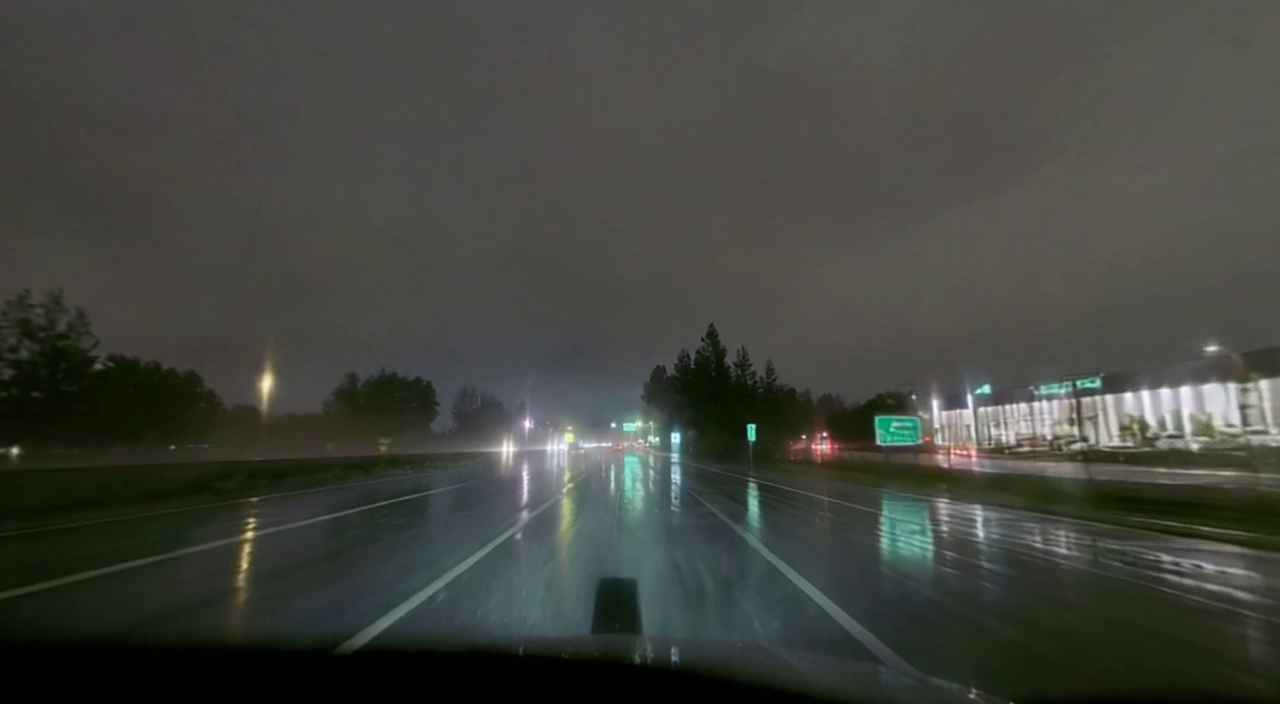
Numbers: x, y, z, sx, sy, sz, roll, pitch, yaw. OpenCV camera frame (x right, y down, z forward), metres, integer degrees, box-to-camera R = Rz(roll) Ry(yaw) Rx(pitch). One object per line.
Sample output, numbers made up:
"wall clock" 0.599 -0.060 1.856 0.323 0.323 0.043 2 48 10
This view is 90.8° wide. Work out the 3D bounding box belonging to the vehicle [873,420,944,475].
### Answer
"vehicle" 14.682 5.208 34.694 2.312 2.875 2.697 1 -8 -13
